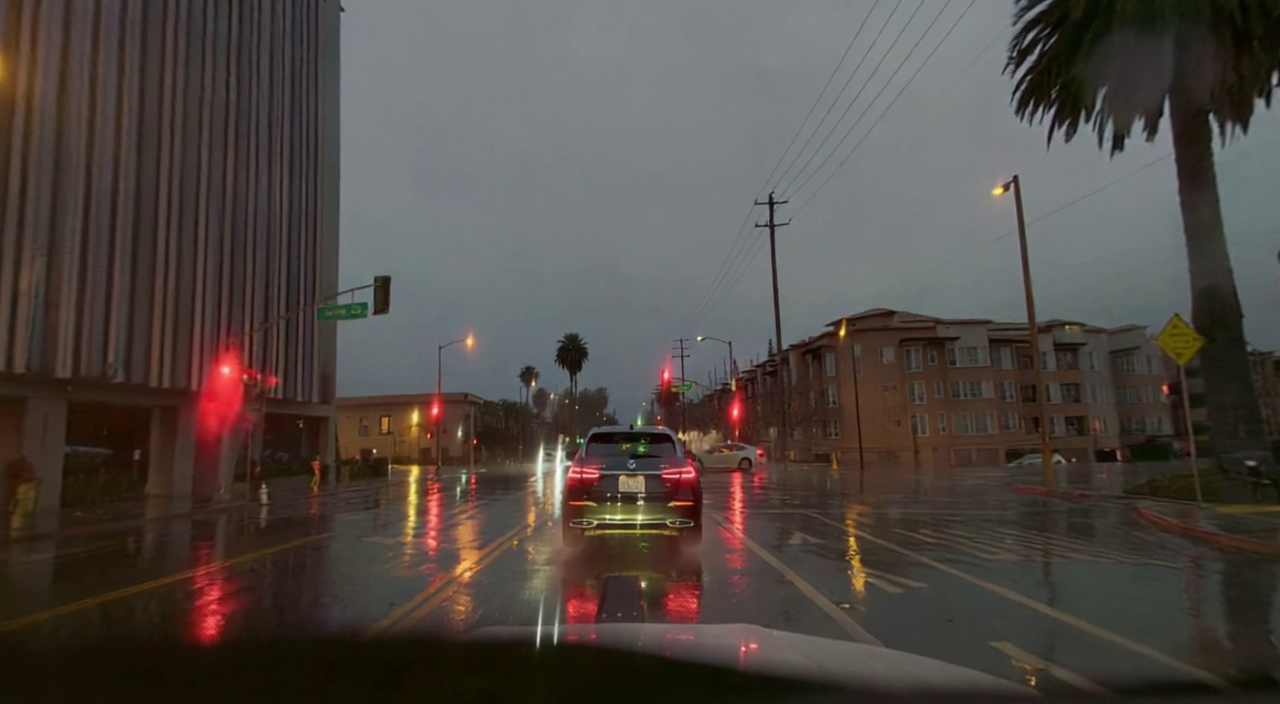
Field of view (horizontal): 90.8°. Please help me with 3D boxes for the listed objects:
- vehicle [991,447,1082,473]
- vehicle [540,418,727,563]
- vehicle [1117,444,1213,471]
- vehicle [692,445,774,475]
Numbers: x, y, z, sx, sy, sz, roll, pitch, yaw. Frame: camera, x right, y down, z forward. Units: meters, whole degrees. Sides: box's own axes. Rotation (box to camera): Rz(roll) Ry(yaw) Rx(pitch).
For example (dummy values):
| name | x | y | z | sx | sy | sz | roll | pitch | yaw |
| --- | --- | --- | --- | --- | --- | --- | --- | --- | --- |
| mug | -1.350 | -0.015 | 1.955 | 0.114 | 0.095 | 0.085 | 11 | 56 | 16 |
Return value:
| name | x | y | z | sx | sy | sz | roll | pitch | yaw |
| --- | --- | --- | --- | --- | --- | --- | --- | --- | --- |
| vehicle | 24.218 | 6.597 | 38.675 | 4.417 | 1.462 | 1.761 | 0 | -8 | -1 |
| vehicle | -0.080 | 1.878 | 9.232 | 2.144 | 1.643 | 3.770 | 0 | -8 | 0 |
| vehicle | 32.171 | 6.465 | 38.763 | 4.234 | 1.613 | 1.812 | 0 | -8 | -1 |
| vehicle | 5.775 | 6.735 | 39.606 | 4.649 | 1.760 | 2.029 | -8 | -11 | 41 |
